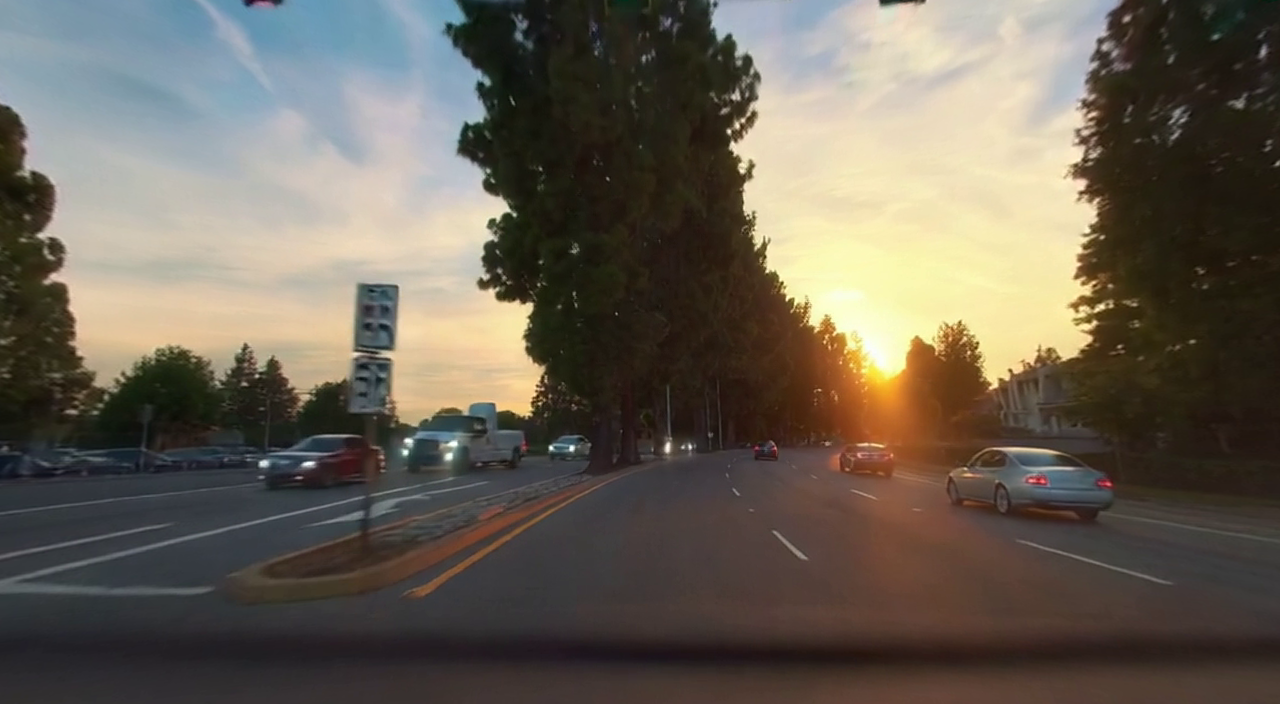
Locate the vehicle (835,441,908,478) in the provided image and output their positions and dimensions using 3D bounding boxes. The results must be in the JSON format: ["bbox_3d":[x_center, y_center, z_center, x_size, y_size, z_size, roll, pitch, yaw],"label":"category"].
[{"bbox_3d":[9.857,4.593,27.196,1.855,1.444,4.389,-1,-8,6],"label":"vehicle"}]

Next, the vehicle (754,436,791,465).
[{"bbox_3d":[8.206,6.091,39.298,1.991,1.684,4.127,-1,-8,9],"label":"vehicle"}]

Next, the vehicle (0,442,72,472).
[{"bbox_3d":[-31.046,5.133,30.831,1.991,1.395,4.360,-5,-10,32],"label":"vehicle"}]

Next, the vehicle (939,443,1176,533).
[{"bbox_3d":[7.675,2.480,12.235,1.783,1.386,4.433,0,-8,4],"label":"vehicle"}]

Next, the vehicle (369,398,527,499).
[{"bbox_3d":[-4.724,2.525,16.735,2.334,2.214,5.724,0,-8,1],"label":"vehicle"}]

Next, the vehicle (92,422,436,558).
[{"bbox_3d":[-4.936,1.811,9.306,2.036,1.476,4.557,-1,-7,4],"label":"vehicle"}]

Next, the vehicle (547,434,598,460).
[{"bbox_3d":[-4.437,6.315,42.040,2.126,1.637,4.509,-2,-8,11],"label":"vehicle"}]
